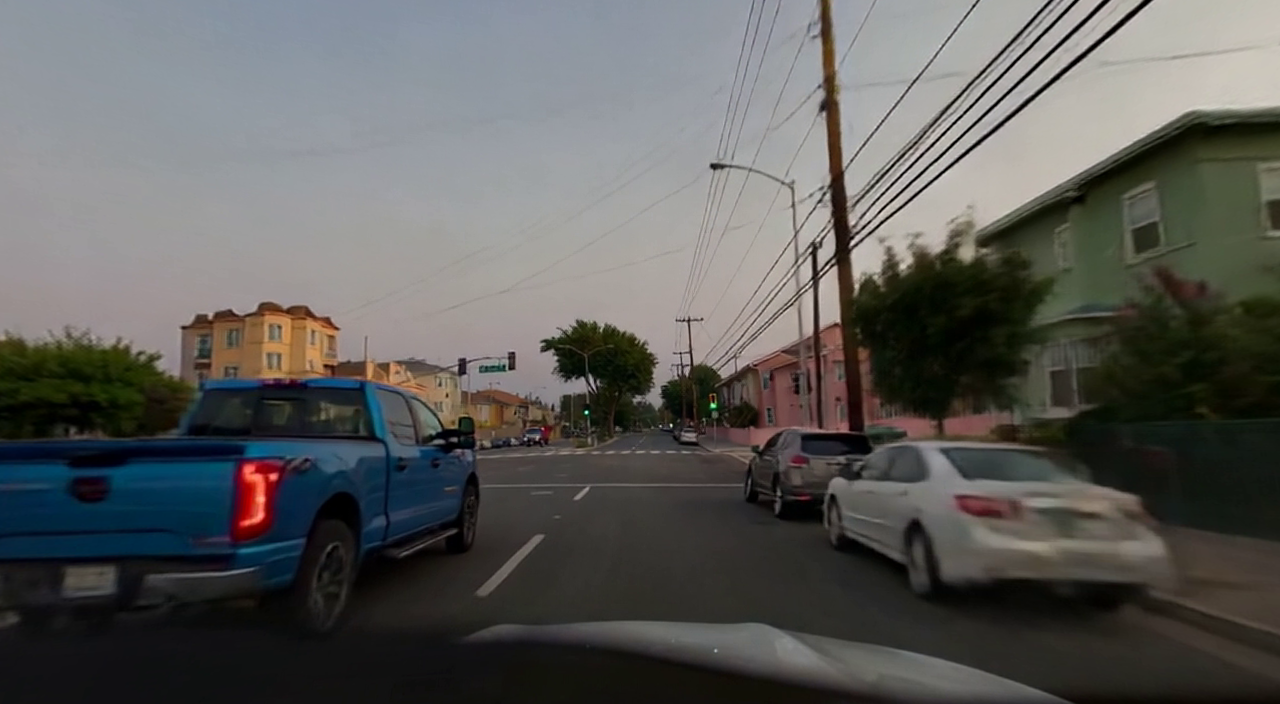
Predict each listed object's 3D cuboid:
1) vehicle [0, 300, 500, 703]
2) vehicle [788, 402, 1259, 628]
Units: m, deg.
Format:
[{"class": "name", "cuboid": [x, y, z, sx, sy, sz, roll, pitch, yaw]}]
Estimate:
[{"class": "vehicle", "cuboid": [-2.925, 1.115, 5.151, 2.242, 1.890, 5.306, -1, -8, 1]}, {"class": "vehicle", "cuboid": [3.104, 1.411, 6.466, 2.012, 1.491, 4.333, 0, -8, -1]}]
